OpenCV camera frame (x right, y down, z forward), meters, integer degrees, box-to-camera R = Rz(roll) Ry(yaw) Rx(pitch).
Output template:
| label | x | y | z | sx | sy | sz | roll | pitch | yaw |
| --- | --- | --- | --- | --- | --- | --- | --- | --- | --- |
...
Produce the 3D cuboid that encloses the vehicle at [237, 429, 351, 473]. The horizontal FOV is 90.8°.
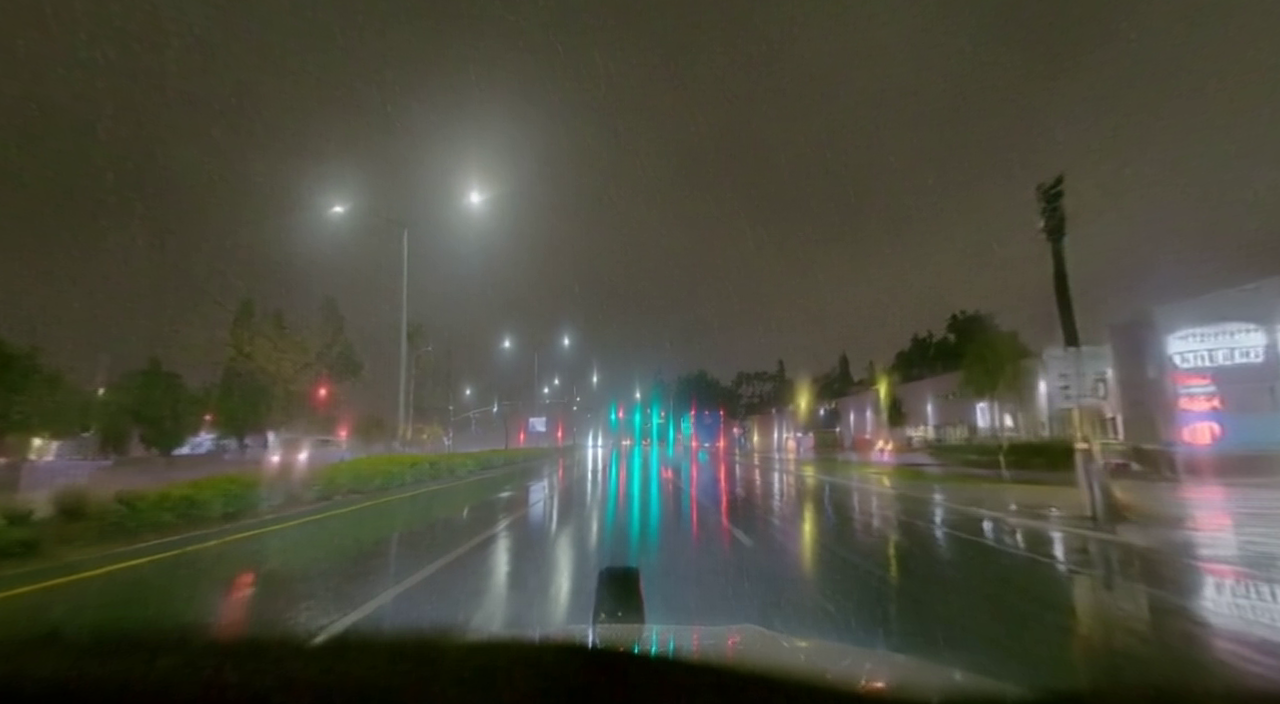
| label | x | y | z | sx | sy | sz | roll | pitch | yaw |
| --- | --- | --- | --- | --- | --- | --- | --- | --- | --- |
| vehicle | -12.582 | 3.635 | 23.310 | 1.887 | 1.447 | 4.031 | 0 | -8 | 0 |
